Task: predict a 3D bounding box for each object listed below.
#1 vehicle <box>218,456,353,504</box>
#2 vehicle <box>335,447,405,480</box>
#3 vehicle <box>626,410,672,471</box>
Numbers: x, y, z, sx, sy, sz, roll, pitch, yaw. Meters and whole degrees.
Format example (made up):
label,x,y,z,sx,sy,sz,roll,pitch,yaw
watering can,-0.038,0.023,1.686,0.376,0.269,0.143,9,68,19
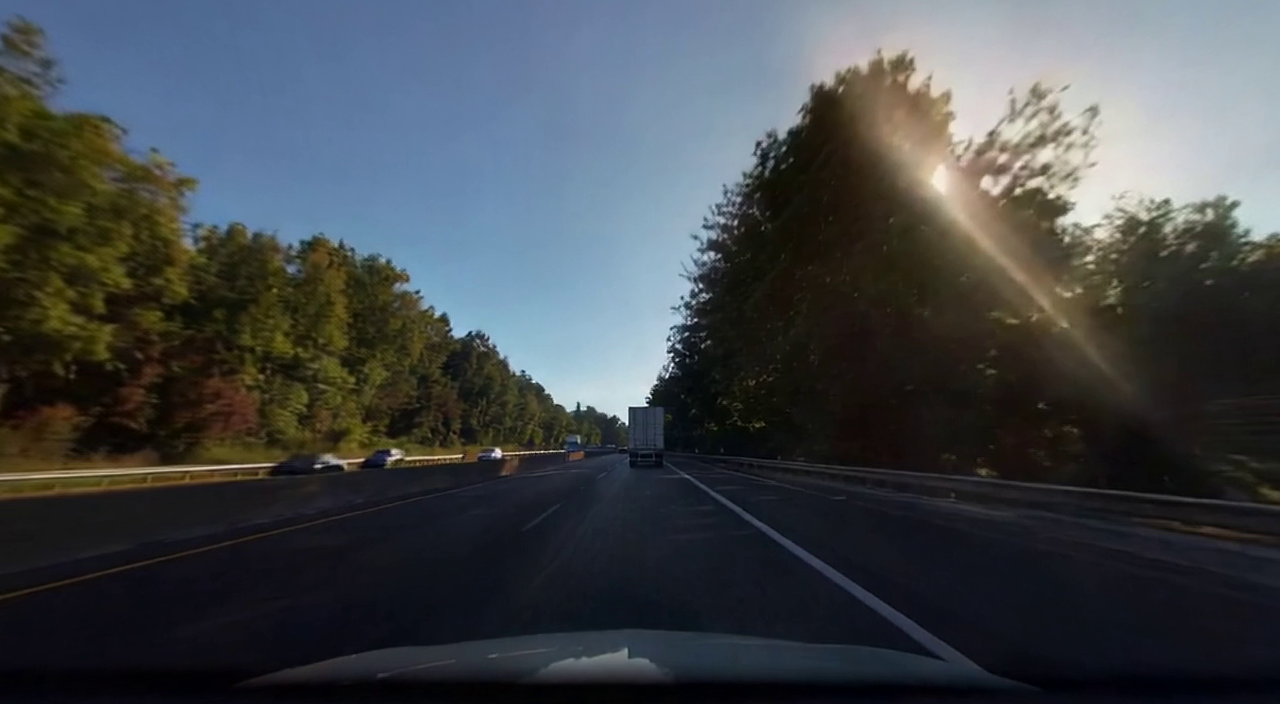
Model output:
label,x,y,z,sx,sy,sz,roll,pitch,yaw
vehicle,-12.049,4.346,21.826,2.078,1.410,4.399,0,-9,0
vehicle,-16.516,6.848,38.880,2.068,1.900,4.792,0,-9,1
vehicle,0.659,6.659,46.843,3.024,3.965,10.399,0,-9,1
